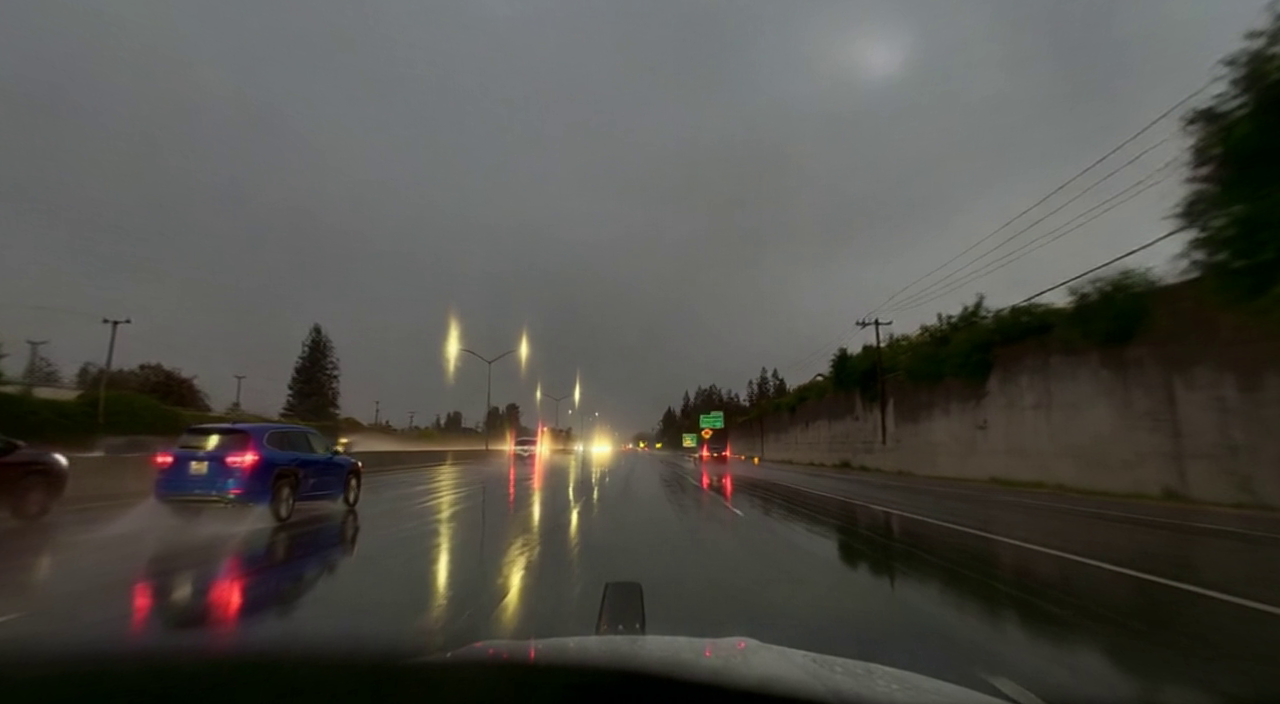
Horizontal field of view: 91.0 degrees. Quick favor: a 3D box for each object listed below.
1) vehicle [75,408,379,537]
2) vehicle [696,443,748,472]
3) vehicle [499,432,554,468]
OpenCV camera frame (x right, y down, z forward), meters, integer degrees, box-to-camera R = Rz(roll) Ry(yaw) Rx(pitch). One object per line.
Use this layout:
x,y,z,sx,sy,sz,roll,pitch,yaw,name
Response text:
-6.502,1.957,10.786,2.058,1.698,4.567,0,-9,0,vehicle
4.552,5.943,35.714,2.251,1.520,4.550,1,-9,-1,vehicle
-6.486,5.707,36.661,2.255,1.934,4.868,0,-9,0,vehicle
